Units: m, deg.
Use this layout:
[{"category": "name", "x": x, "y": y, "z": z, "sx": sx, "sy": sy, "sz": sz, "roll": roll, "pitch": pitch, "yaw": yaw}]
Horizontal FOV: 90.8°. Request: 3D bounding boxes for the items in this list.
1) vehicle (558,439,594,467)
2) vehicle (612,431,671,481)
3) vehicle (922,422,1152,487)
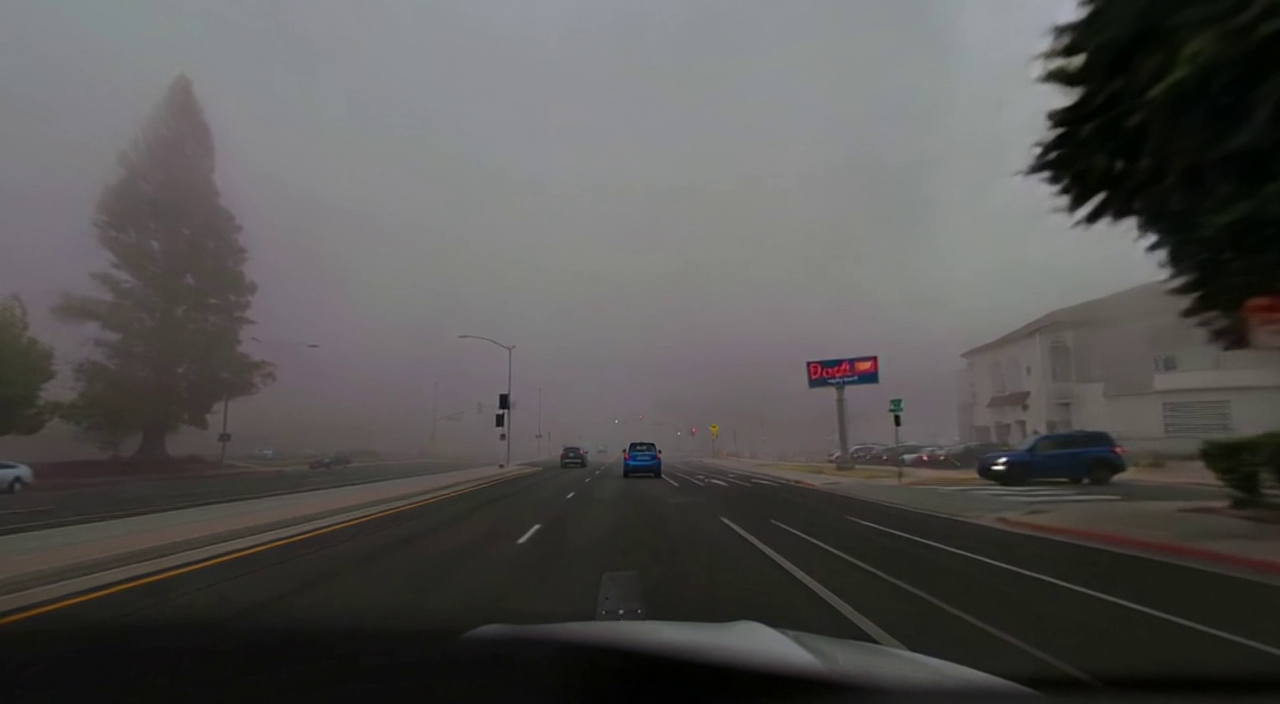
[{"category": "vehicle", "x": -4.525, "y": 7.273, "z": 45.590, "sx": 2.202, "sy": 1.856, "sz": 4.516, "roll": 0, "pitch": -9, "yaw": -1}, {"category": "vehicle", "x": 0.001, "y": 4.432, "z": 27.070, "sx": 2.273, "sy": 1.909, "sz": 5.075, "roll": 0, "pitch": -9, "yaw": -1}, {"category": "vehicle", "x": 11.911, "y": 3.112, "z": 19.297, "sx": 5.506, "sy": 1.850, "sz": 2.156, "roll": 0, "pitch": -9, "yaw": 0}]
